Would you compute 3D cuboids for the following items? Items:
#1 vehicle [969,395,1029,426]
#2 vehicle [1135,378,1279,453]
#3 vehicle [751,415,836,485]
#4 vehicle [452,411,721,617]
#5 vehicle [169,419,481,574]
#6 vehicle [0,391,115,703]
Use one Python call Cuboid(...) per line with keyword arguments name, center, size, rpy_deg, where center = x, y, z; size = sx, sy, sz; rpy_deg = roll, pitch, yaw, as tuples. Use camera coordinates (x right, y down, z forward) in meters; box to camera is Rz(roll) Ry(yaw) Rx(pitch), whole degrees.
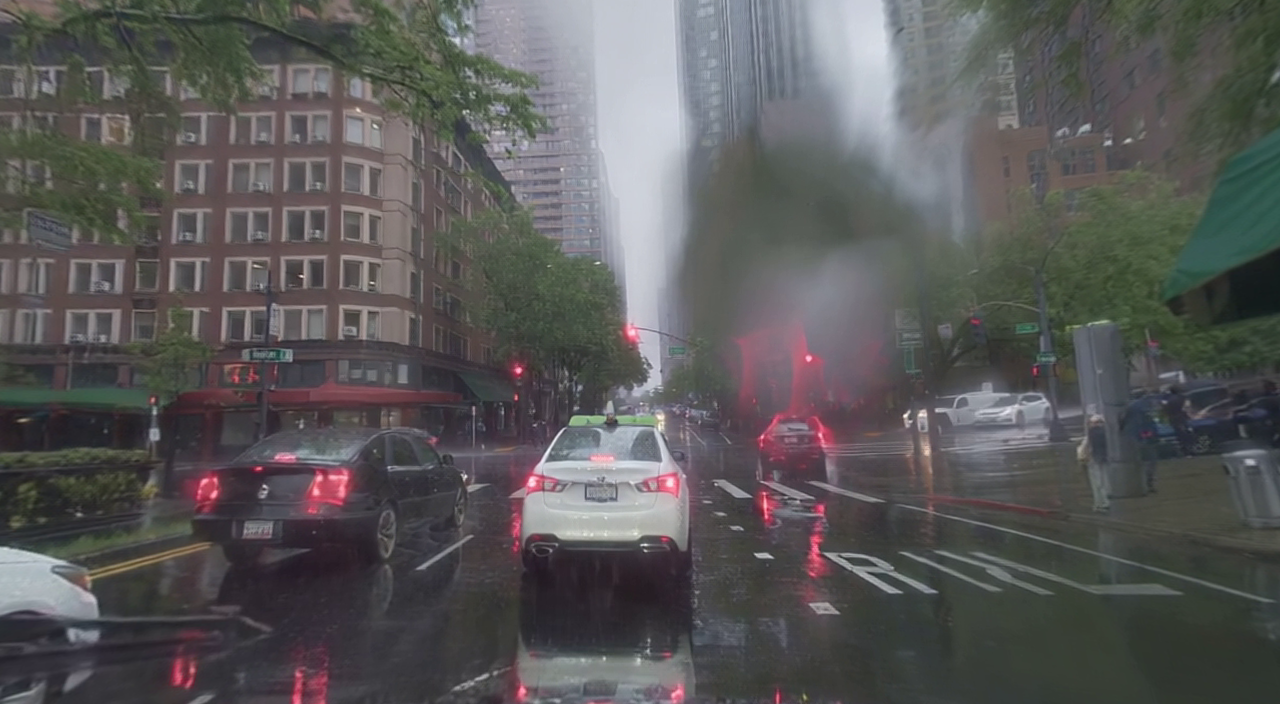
Cuboid(name="vehicle", center=(23.091, 3.823, 40.550), size=(4.657, 1.769, 1.979), rpy_deg=(7, -11, -43))
Cuboid(name="vehicle", center=(21.625, 2.364, 22.873), size=(5.863, 2.493, 2.354), rpy_deg=(2, -9, -12))
Cuboid(name="vehicle", center=(4.295, 2.713, 17.588), size=(1.958, 1.667, 4.392), rpy_deg=(-2, -9, 14))
Cuboid(name="vehicle", center=(-0.417, 1.499, 6.729), size=(1.999, 1.520, 3.896), rpy_deg=(0, -8, -1))
Cuboid(name="vehicle", center=(-3.683, 1.760, 8.481), size=(1.934, 1.522, 4.287), rpy_deg=(0, -8, 1))
Cuboid(name="vehicle", center=(-3.908, 0.705, 1.194), size=(1.995, 1.524, 4.438), rpy_deg=(0, -8, 0))
